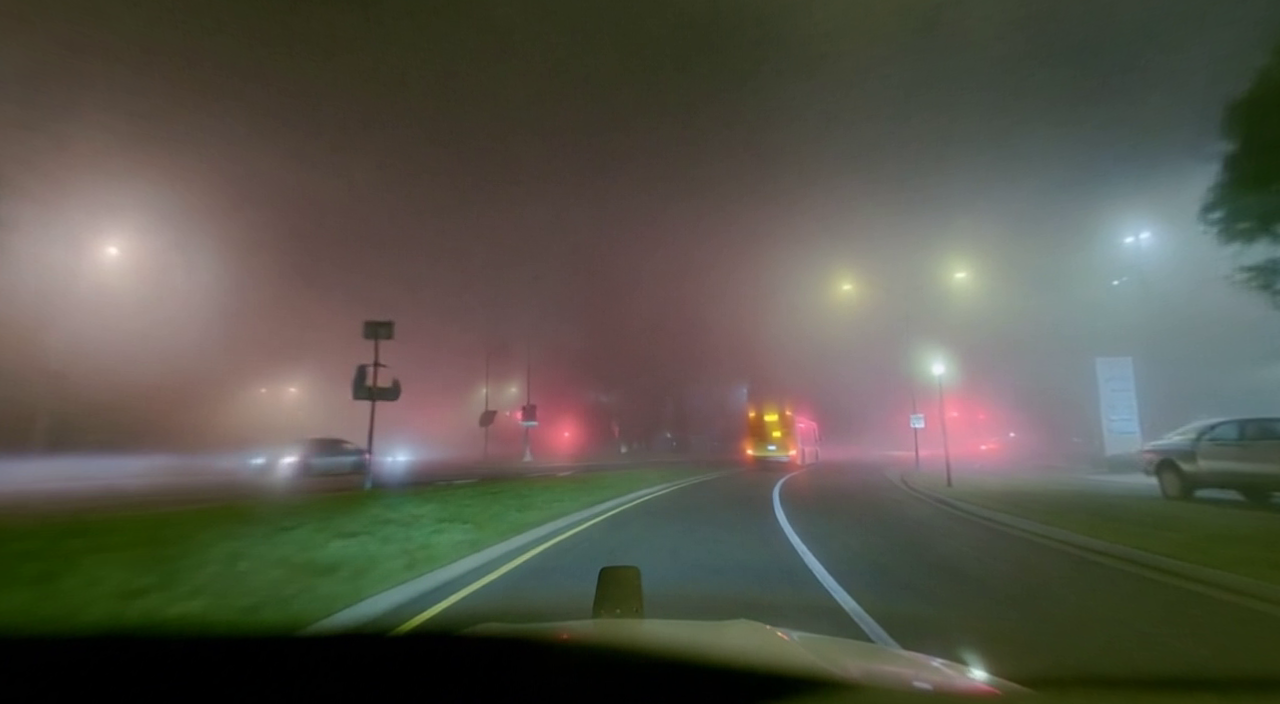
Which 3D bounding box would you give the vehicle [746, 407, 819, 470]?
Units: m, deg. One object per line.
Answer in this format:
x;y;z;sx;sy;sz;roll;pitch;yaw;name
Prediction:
9.384;5.646;40.238;3.031;3.429;11.005;-3;-10;20;vehicle

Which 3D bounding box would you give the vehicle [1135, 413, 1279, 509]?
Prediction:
14.753;2.331;13.581;5.856;1.945;2.183;-2;-9;13;vehicle

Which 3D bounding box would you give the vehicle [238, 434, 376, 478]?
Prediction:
-12.582;3.977;24.143;1.887;1.494;4.443;-4;-10;21;vehicle
